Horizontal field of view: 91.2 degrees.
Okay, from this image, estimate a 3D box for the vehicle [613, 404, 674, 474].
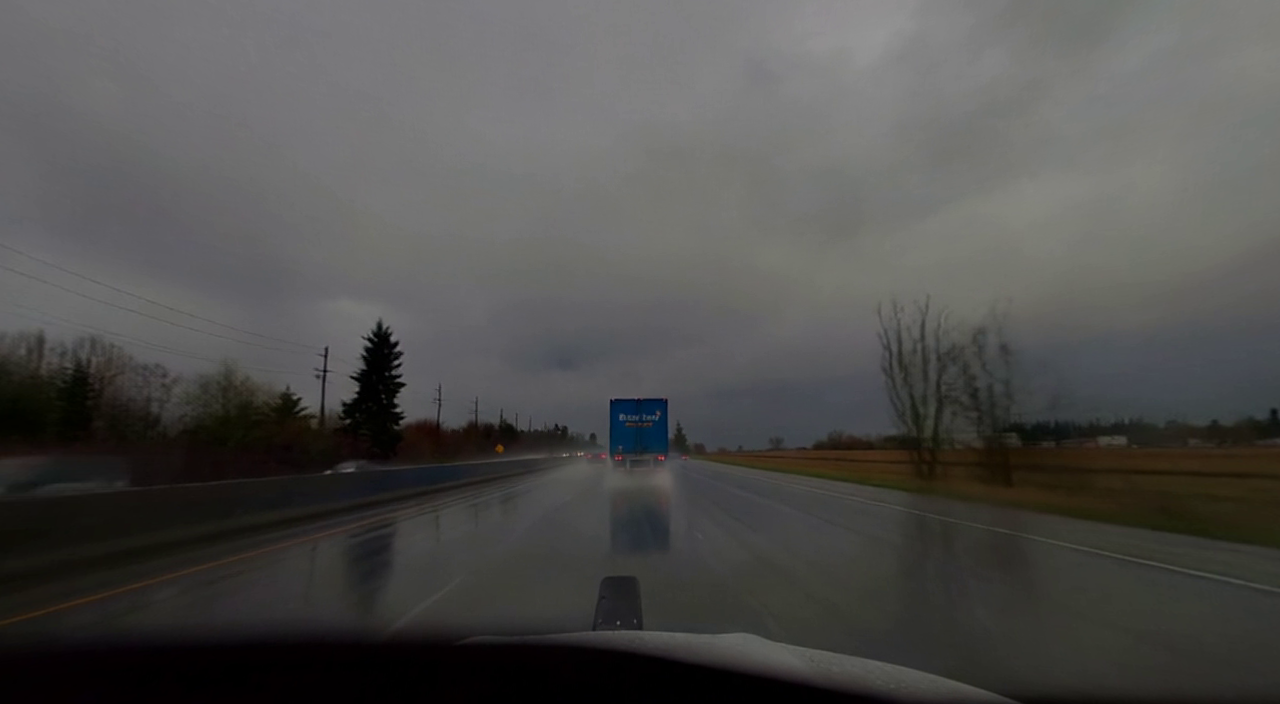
[{"bbox_3d":[0.141,6.382,45.049,3.537,4.071,17.399,0,-9,0],"label":"vehicle"}]
